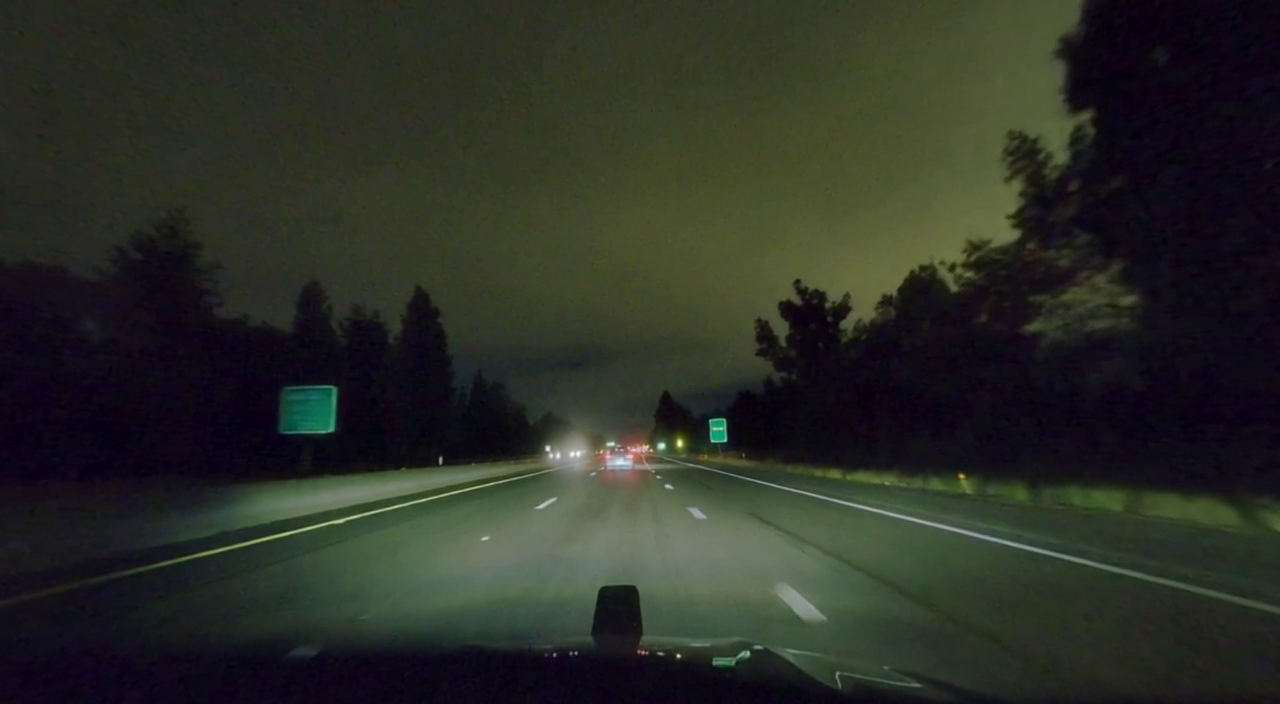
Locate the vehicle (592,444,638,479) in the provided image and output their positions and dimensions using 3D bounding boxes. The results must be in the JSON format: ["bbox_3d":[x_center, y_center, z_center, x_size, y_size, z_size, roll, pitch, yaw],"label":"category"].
[{"bbox_3d":[-1.242,5.723,33.073,2.120,1.715,4.153,-1,-9,1],"label":"vehicle"}]
